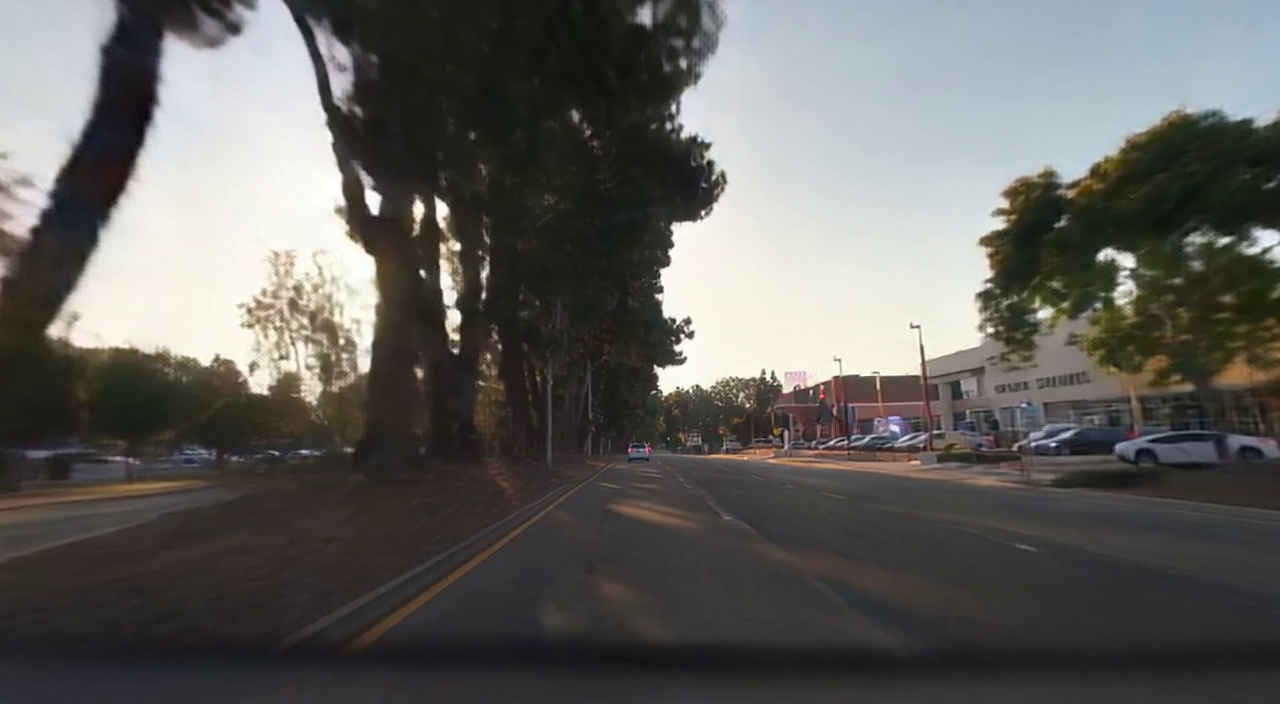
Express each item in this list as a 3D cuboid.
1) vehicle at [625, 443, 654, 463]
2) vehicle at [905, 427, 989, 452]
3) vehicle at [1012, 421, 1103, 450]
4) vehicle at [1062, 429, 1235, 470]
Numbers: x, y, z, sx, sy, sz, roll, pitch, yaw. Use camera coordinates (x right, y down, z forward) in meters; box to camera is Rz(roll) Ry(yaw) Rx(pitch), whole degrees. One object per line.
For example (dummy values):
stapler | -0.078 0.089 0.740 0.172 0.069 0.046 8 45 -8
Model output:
vehicle | -0.087 7.928 49.807 2.159 1.461 4.142 0 -8 -1
vehicle | 20.999 6.042 43.405 4.682 1.630 1.972 -1 -9 2
vehicle | 25.633 5.210 39.062 1.921 1.678 5.257 0 -9 -2
vehicle | 19.921 3.841 24.989 2.048 1.462 4.802 5 -10 -32
